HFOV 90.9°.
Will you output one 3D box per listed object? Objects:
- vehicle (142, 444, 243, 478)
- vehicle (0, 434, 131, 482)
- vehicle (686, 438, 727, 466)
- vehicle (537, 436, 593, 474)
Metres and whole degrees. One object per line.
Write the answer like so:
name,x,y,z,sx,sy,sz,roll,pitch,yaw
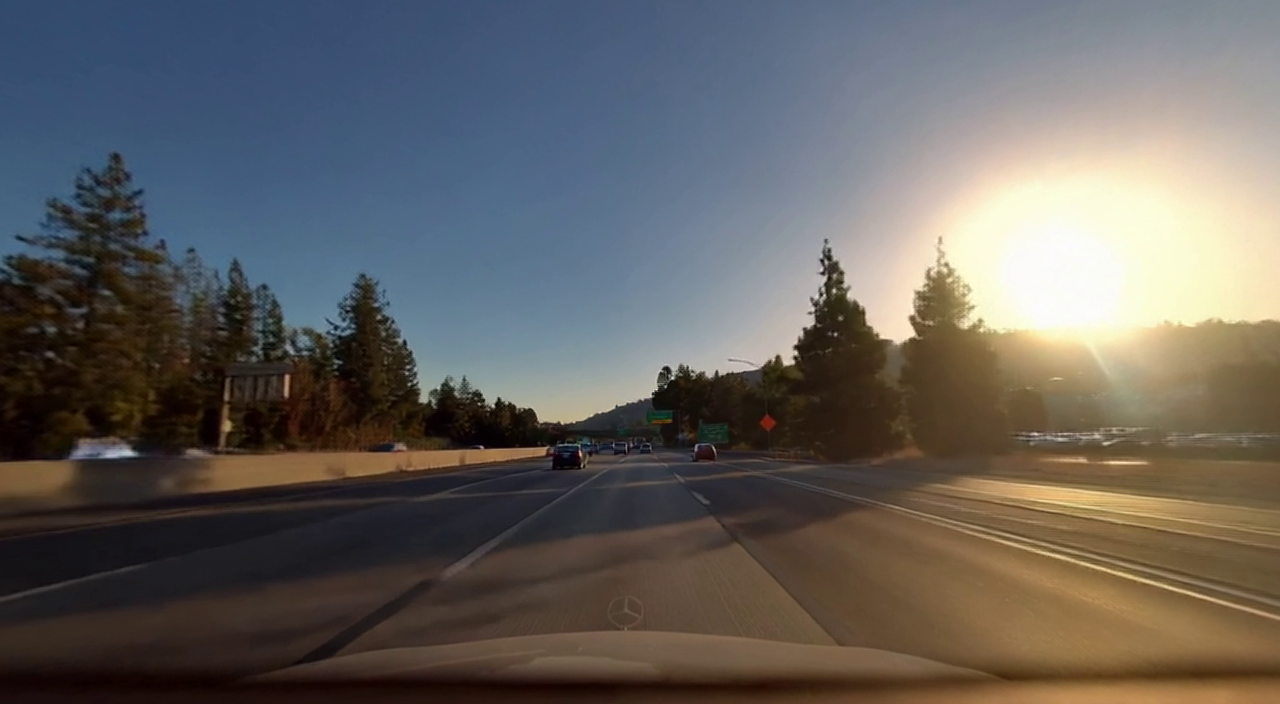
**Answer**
vehicle,-20.777,5.040,29.493,1.867,1.429,3.776,0,-8,1
vehicle,-24.748,4.349,26.262,2.203,1.783,5.772,0,-8,1
vehicle,4.420,6.680,42.353,2.229,1.704,4.392,0,-8,0
vehicle,-3.640,5.093,31.462,2.196,1.733,4.355,0,-8,1
